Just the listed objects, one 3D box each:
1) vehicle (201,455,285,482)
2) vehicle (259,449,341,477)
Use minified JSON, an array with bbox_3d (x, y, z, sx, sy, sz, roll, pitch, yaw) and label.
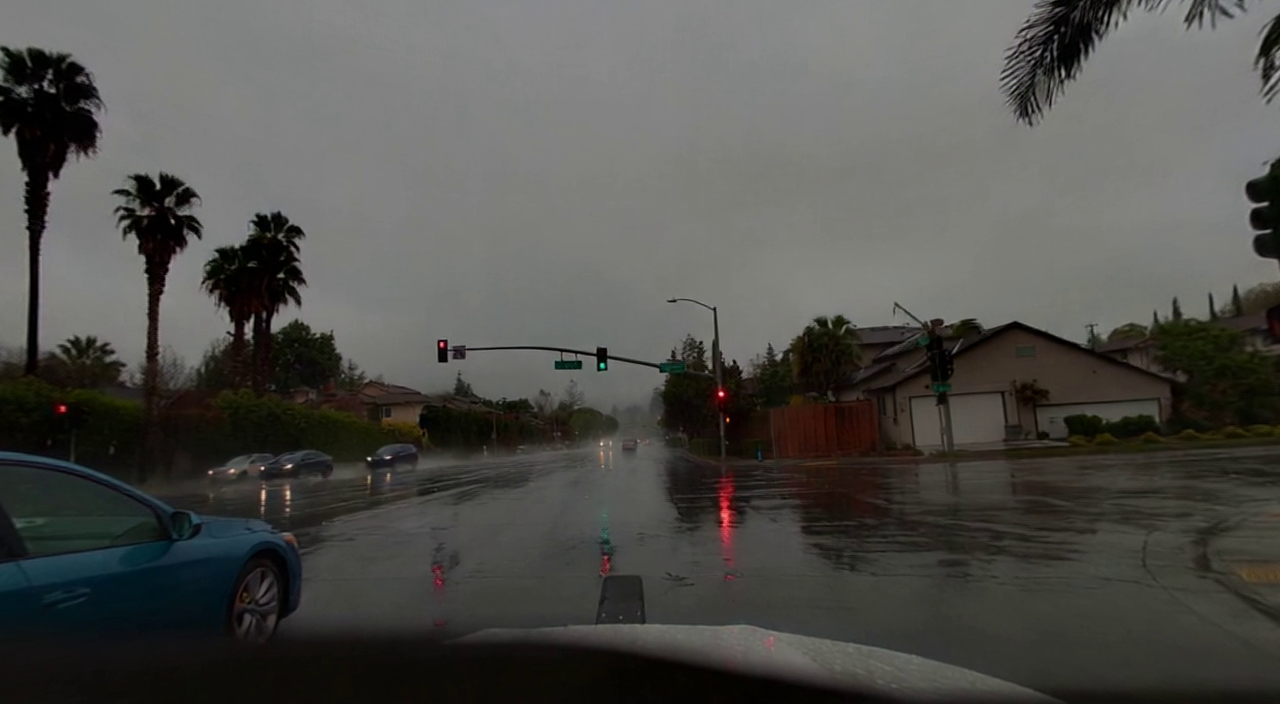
[{"bbox_3d":[-24.114,7.065,38.600,2.019,1.427,4.630,-1,-9,2],"label":"vehicle"},{"bbox_3d":[-20.035,6.522,37.515,2.084,1.528,4.778,0,-9,1],"label":"vehicle"}]
